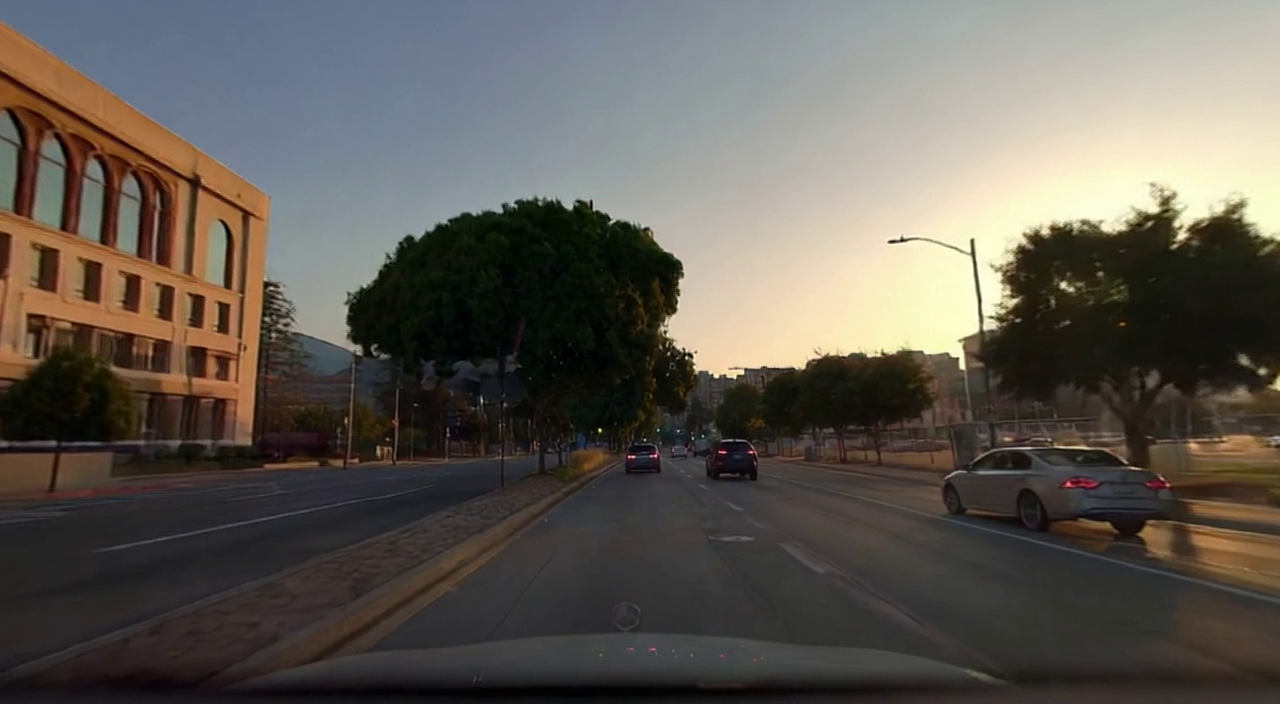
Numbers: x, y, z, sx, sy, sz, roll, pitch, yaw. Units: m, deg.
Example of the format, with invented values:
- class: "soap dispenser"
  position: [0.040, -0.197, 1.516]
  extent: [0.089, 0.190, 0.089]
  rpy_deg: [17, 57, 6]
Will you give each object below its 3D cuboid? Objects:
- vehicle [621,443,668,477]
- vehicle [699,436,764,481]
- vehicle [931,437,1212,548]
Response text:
- class: "vehicle"
  position: [0.227, 4.972, 29.241]
  extent: [2.054, 1.446, 3.969]
  rpy_deg: [0, -9, 1]
- class: "vehicle"
  position: [3.802, 4.527, 27.060]
  extent: [2.036, 1.757, 4.300]
  rpy_deg: [0, -9, -1]
- class: "vehicle"
  position: [7.021, 2.290, 10.994]
  extent: [1.868, 1.472, 4.274]
  rpy_deg: [2, -9, 0]
